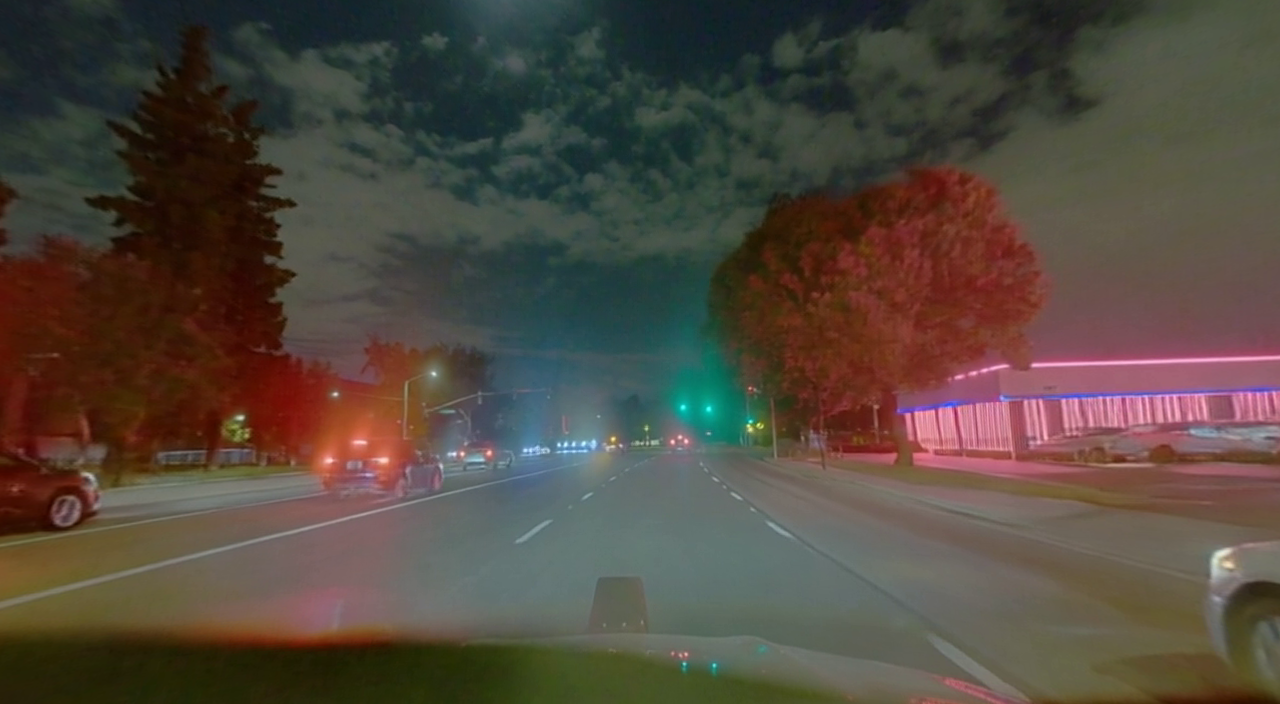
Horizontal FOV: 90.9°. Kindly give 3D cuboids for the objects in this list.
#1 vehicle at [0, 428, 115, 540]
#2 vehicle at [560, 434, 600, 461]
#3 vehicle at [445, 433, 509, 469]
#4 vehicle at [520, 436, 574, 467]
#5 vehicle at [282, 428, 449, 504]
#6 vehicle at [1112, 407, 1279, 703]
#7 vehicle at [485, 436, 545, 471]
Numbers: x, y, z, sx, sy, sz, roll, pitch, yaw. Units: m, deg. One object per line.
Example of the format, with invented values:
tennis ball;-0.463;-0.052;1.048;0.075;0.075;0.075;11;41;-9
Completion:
vehicle;-9.962;1.794;8.423;1.951;1.554;4.444;0;-9;2
vehicle;-4.249;6.882;45.387;1.951;1.809;4.917;-1;-9;6
vehicle;-8.746;5.357;34.295;2.051;1.801;4.370;-1;-9;4
vehicle;-5.331;5.801;36.844;2.121;1.630;4.642;-1;-9;4
vehicle;-6.482;2.739;15.579;1.988;1.597;4.404;0;-9;2
vehicle;3.839;0.787;1.379;2.003;1.494;4.705;0;-9;1
vehicle;-5.983;4.918;30.694;1.870;1.616;3.765;-1;-9;4
